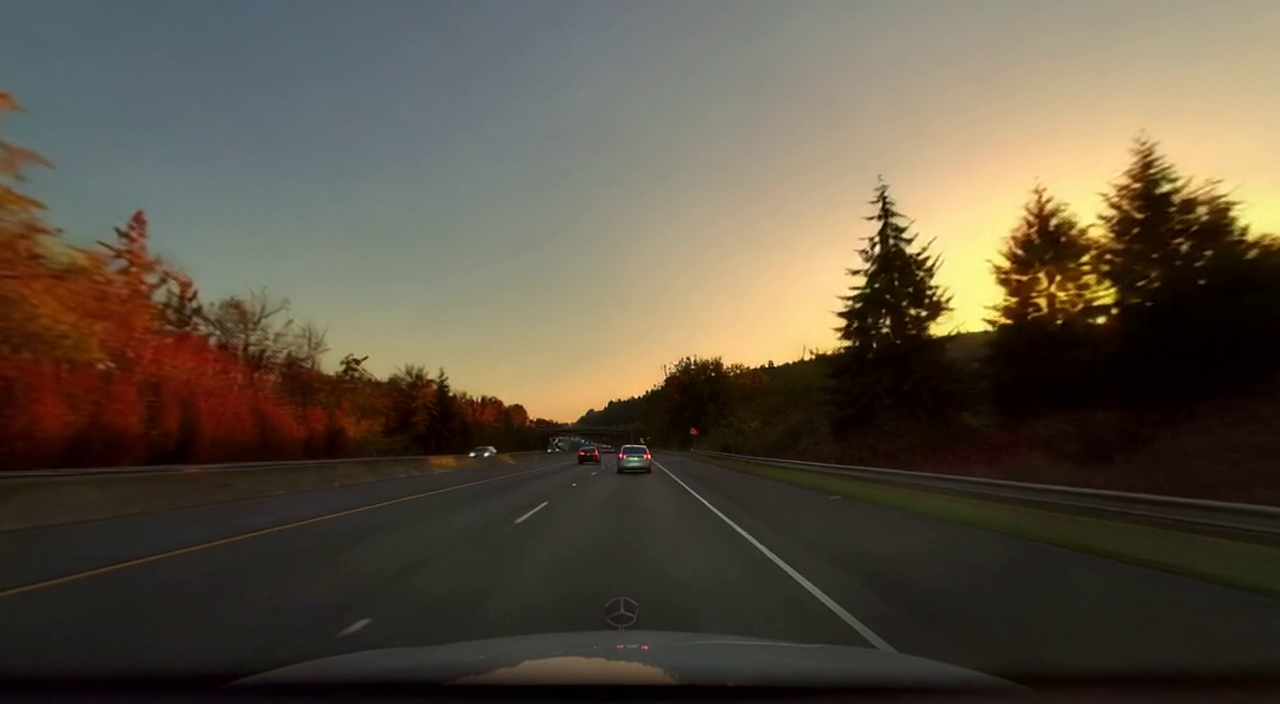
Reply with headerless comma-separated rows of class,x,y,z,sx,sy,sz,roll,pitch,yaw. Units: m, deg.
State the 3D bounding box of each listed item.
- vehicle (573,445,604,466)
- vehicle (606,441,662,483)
vehicle,-3.838,7.777,47.204,1.994,1.470,3.752,-1,-9,-1
vehicle,-0.266,4.379,25.175,2.066,1.490,3.759,0,-9,-1
